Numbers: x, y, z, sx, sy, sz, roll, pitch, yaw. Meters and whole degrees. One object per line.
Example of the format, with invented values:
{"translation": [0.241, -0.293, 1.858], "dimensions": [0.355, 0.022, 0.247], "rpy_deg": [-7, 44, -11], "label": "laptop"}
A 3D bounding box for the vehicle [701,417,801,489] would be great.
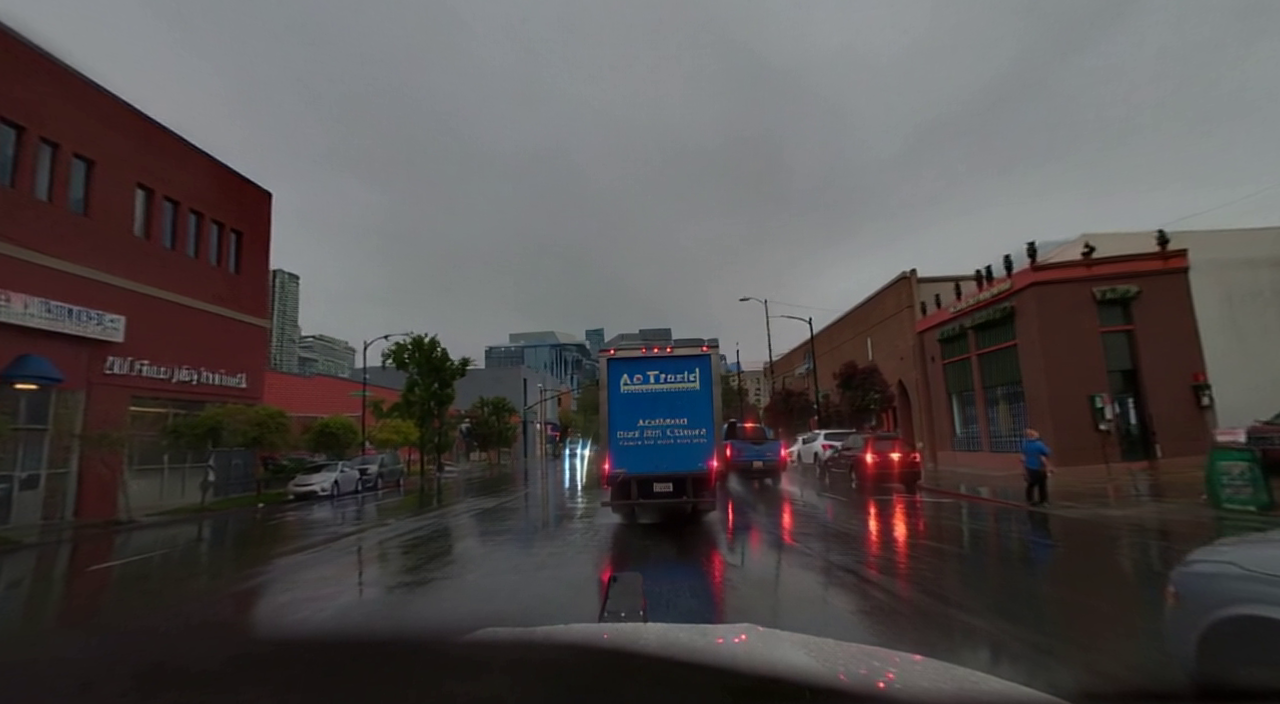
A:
{"translation": [3.455, 3.289, 20.741], "dimensions": [2.346, 2.062, 5.236], "rpy_deg": [0, -8, 0], "label": "vehicle"}

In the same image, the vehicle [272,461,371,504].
{"translation": [-13.342, 5.478, 26.655], "dimensions": [1.901, 1.508, 4.405], "rpy_deg": [0, -8, 0], "label": "vehicle"}

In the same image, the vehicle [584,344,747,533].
{"translation": [0.284, 1.773, 12.920], "dimensions": [2.517, 2.926, 6.177], "rpy_deg": [0, -8, -2], "label": "vehicle"}

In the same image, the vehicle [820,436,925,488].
{"translation": [7.682, 3.655, 21.224], "dimensions": [1.951, 1.548, 4.290], "rpy_deg": [0, -8, 1], "label": "vehicle"}

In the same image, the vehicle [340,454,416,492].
{"translation": [-13.193, 6.071, 31.873], "dimensions": [1.943, 1.682, 4.365], "rpy_deg": [0, -8, 0], "label": "vehicle"}

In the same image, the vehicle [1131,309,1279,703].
{"translation": [3.426, 0.495, 0.706], "dimensions": [2.104, 1.786, 4.498], "rpy_deg": [0, -8, 1], "label": "vehicle"}
